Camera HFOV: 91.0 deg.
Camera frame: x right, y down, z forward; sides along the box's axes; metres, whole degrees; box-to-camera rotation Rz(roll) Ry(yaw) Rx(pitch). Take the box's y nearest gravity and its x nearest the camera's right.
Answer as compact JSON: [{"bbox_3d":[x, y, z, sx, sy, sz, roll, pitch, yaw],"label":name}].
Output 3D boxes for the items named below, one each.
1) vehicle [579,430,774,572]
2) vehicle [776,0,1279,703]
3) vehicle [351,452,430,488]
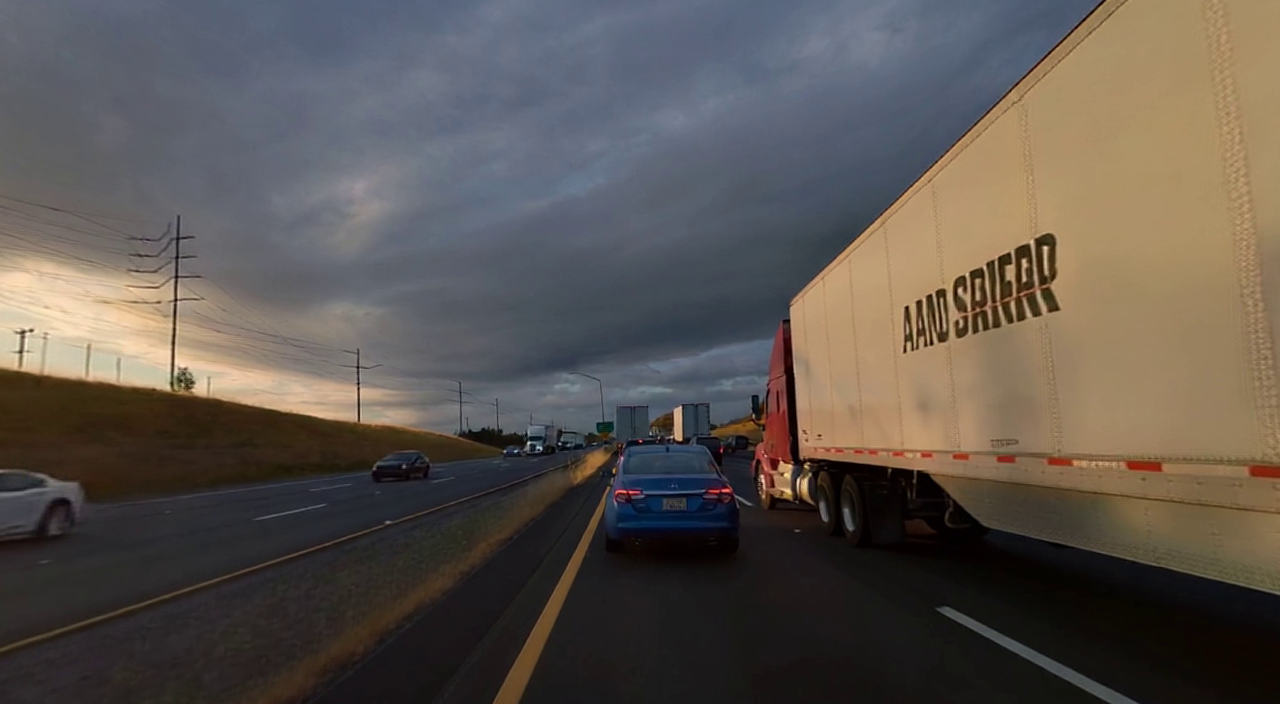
[{"bbox_3d":[0.324,1.821,8.452,2.045,1.446,3.597,0,-8,-2],"label":"vehicle"},{"bbox_3d":[4.114,-0.162,3.595,3.138,4.065,14.276,0,-8,-1],"label":"vehicle"},{"bbox_3d":[-11.880,5.615,30.363,1.914,1.478,4.597,-1,-8,0],"label":"vehicle"}]
